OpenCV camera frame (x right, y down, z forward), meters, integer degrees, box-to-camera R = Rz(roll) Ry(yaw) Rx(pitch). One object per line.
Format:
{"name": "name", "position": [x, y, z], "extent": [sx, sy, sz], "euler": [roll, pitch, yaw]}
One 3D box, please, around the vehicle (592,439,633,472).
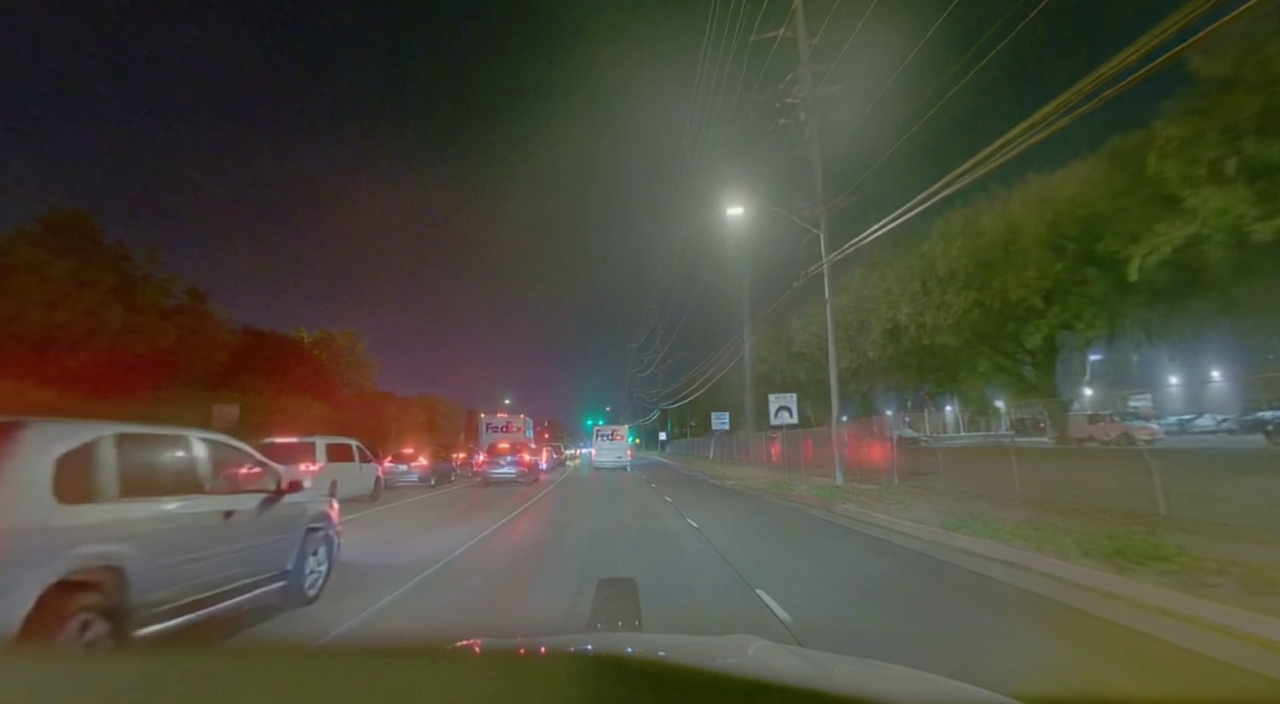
{"name": "vehicle", "position": [-1.488, 5.540, 34.013], "extent": [2.055, 1.671, 4.147], "euler": [0, -8, -3]}

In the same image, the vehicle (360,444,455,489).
{"name": "vehicle", "position": [-8.651, 4.246, 23.901], "extent": [1.909, 1.473, 5.050], "euler": [0, -8, -3]}

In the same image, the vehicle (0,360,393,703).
{"name": "vehicle", "position": [-3.863, 1.154, 4.400], "extent": [2.388, 1.692, 4.684], "euler": [0, -8, -1]}

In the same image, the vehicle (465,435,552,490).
{"name": "vehicle", "position": [-4.358, 3.740, 21.705], "extent": [2.057, 1.673, 4.934], "euler": [0, -8, -1]}

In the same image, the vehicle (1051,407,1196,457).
{"name": "vehicle", "position": [30.585, 5.093, 39.988], "extent": [7.011, 3.014, 2.594], "euler": [0, -9, -2]}
